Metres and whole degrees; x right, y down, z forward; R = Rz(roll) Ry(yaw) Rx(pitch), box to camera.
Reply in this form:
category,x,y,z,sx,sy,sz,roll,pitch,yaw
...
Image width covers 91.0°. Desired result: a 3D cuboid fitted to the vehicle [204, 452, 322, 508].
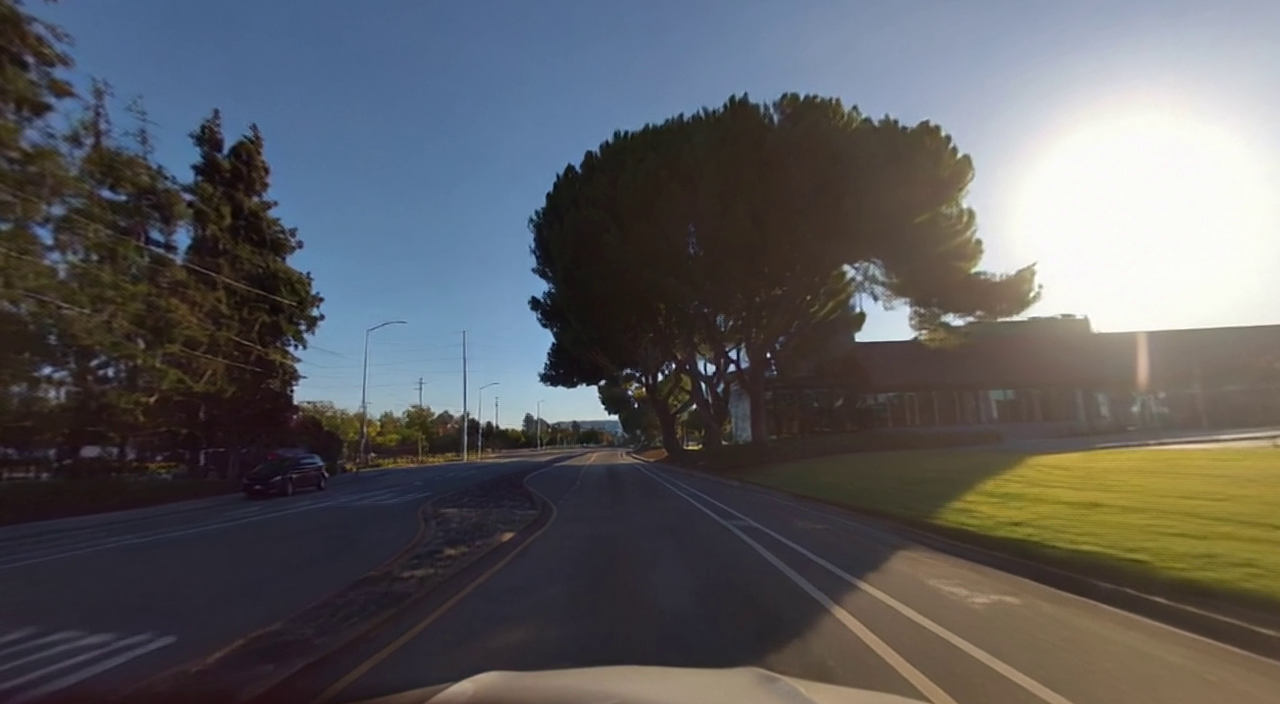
category,x,y,z,sx,sy,sz,roll,pitch,yaw
vehicle,-13.599,4.578,23.047,1.952,1.632,4.200,-4,-8,-3
